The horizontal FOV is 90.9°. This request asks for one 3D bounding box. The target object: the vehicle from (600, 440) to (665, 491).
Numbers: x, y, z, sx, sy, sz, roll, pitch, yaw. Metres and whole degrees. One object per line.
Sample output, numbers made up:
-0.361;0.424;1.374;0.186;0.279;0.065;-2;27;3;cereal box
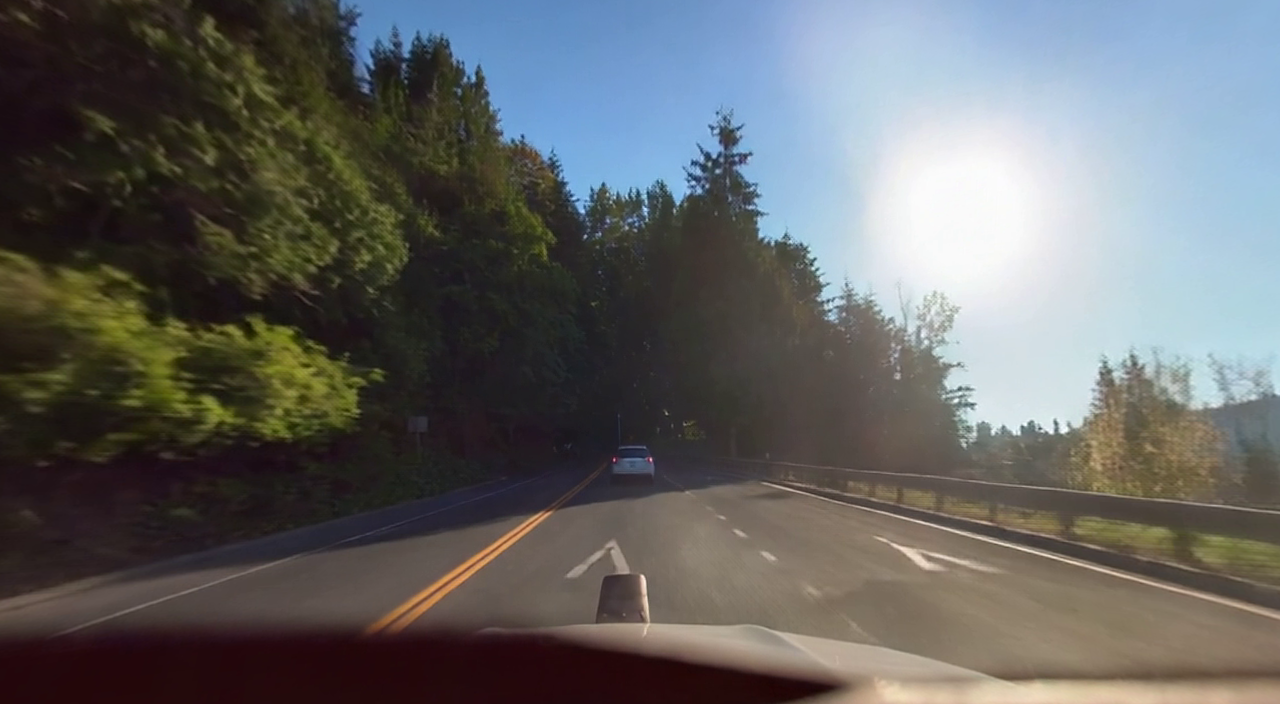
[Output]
-0.284;3.896;21.846;2.037;1.601;3.643;0;-9;-1;vehicle
